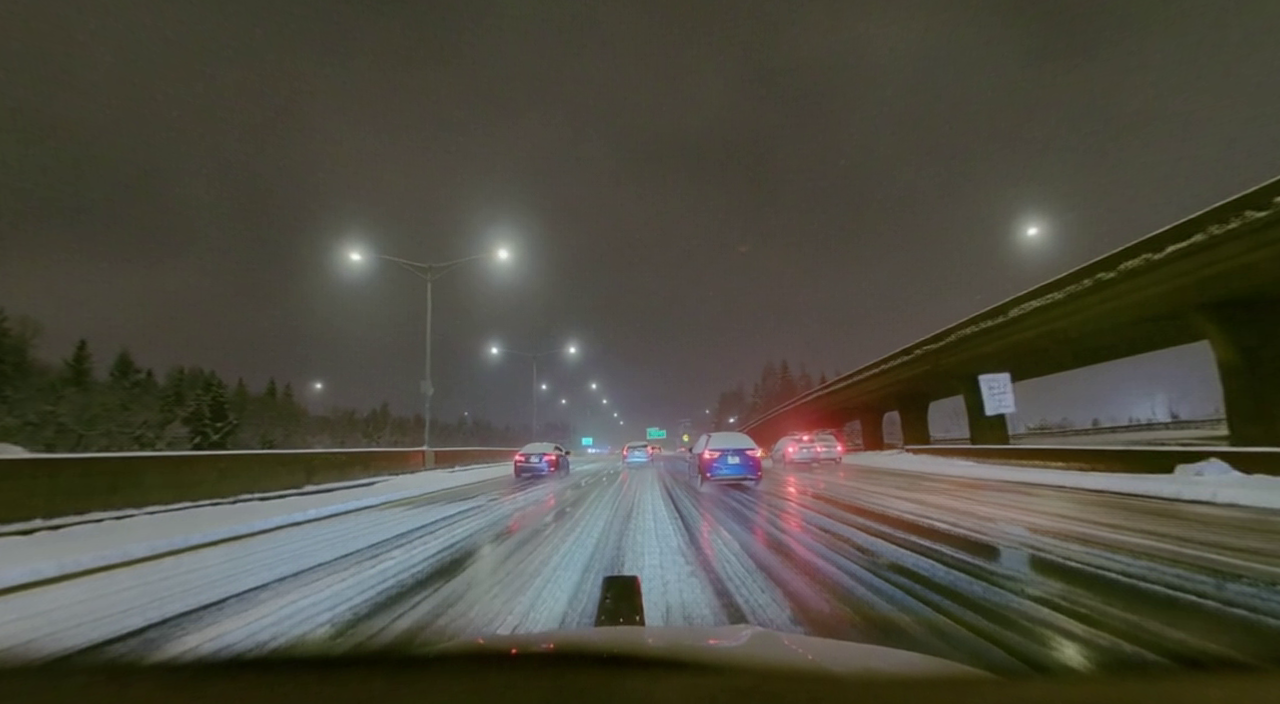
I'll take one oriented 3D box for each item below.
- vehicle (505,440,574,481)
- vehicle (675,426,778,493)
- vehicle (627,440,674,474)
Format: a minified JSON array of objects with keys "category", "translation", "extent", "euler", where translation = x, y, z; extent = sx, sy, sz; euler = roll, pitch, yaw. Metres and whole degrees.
[{"category":"vehicle","translation":[-3.959,4.337,25.531],"extent":[2.031,1.491,4.145],"euler":[0,-8,1]},{"category":"vehicle","translation":[2.398,3.144,18.690],"extent":[2.202,1.748,4.158],"euler":[1,-8,-4]},{"category":"vehicle","translation":[0.490,4.978,30.105],"extent":[2.089,1.493,3.964],"euler":[0,-8,0]}]
